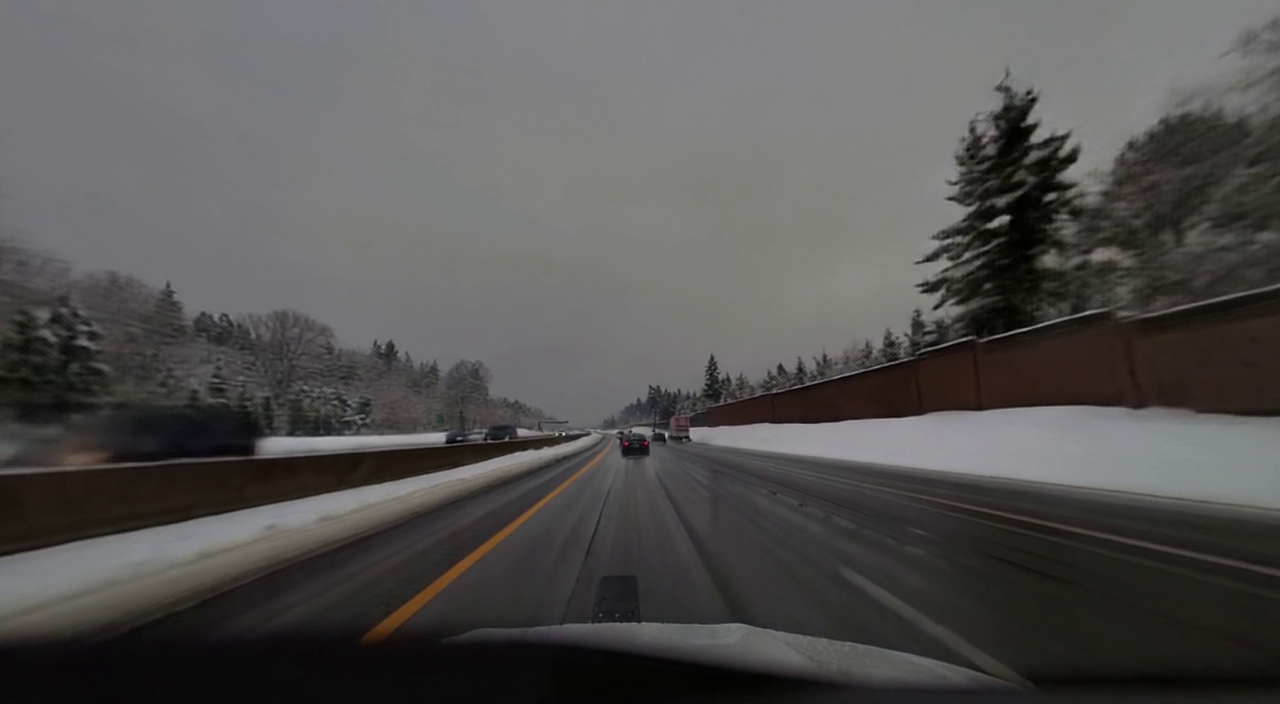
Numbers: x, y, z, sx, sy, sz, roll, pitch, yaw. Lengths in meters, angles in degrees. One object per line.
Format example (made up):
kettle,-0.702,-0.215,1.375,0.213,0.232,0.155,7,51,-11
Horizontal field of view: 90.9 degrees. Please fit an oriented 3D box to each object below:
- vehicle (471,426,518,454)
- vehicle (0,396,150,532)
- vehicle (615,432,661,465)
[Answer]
vehicle,-9.371,5.677,40.810,2.099,1.679,4.047,-1,-8,0
vehicle,-8.143,1.290,7.264,1.941,1.506,3.768,-1,-8,0
vehicle,-0.132,4.738,31.229,2.119,1.480,4.000,0,-8,-1
